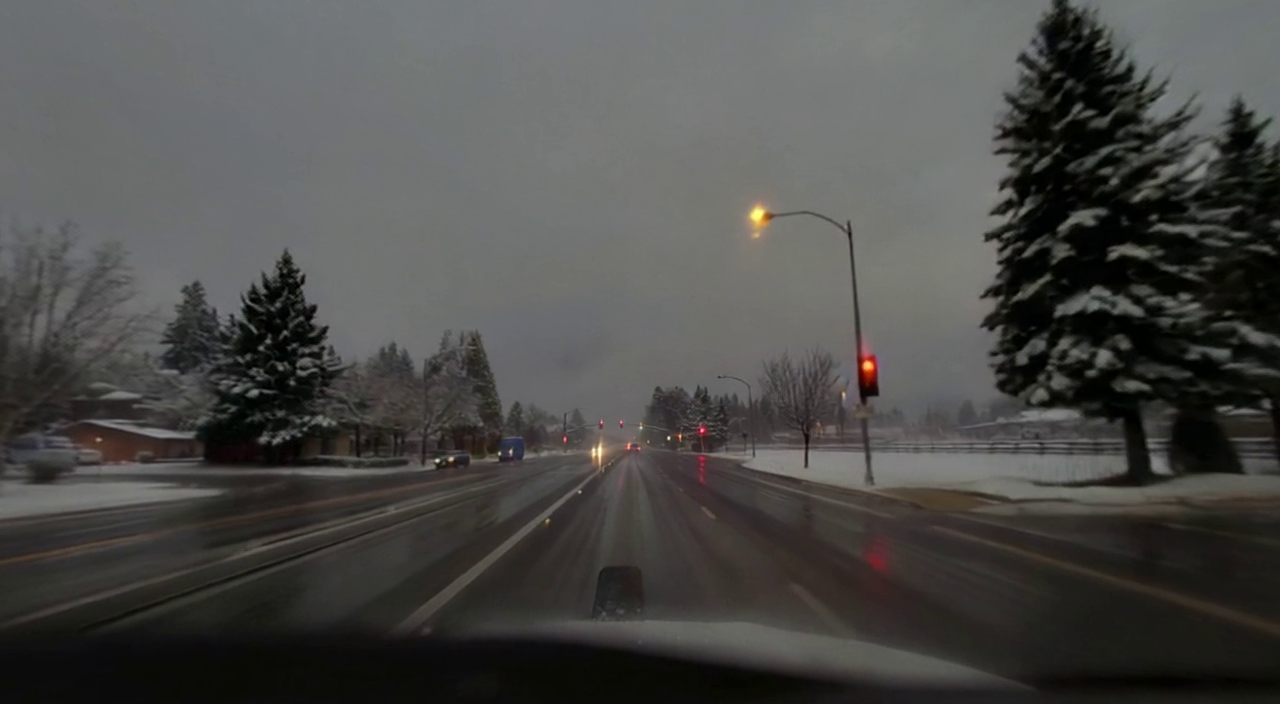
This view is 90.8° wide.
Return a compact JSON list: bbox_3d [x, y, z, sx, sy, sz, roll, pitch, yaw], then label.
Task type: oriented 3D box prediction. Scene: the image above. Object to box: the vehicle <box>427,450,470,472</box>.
[{"bbox_3d":[-14.024,7.969,46.483,1.888,1.470,4.282,0,-8,0],"label":"vehicle"}]
